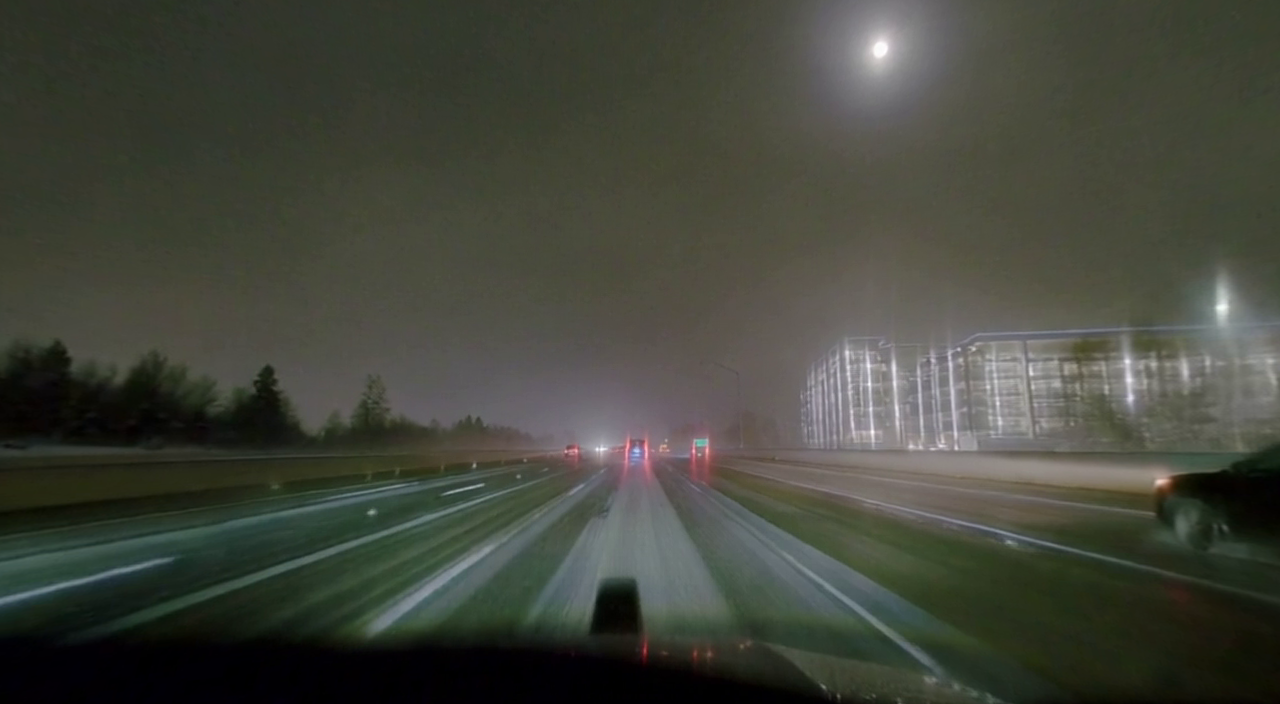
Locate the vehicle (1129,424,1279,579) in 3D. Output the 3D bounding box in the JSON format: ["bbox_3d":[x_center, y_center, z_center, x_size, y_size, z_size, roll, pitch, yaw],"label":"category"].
[{"bbox_3d":[7.245,1.382,5.604,1.937,1.498,4.710,0,-8,-1],"label":"vehicle"}]

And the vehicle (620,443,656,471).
[{"bbox_3d":[-0.108,6.132,37.082,2.036,1.542,3.891,0,-8,0],"label":"vehicle"}]
